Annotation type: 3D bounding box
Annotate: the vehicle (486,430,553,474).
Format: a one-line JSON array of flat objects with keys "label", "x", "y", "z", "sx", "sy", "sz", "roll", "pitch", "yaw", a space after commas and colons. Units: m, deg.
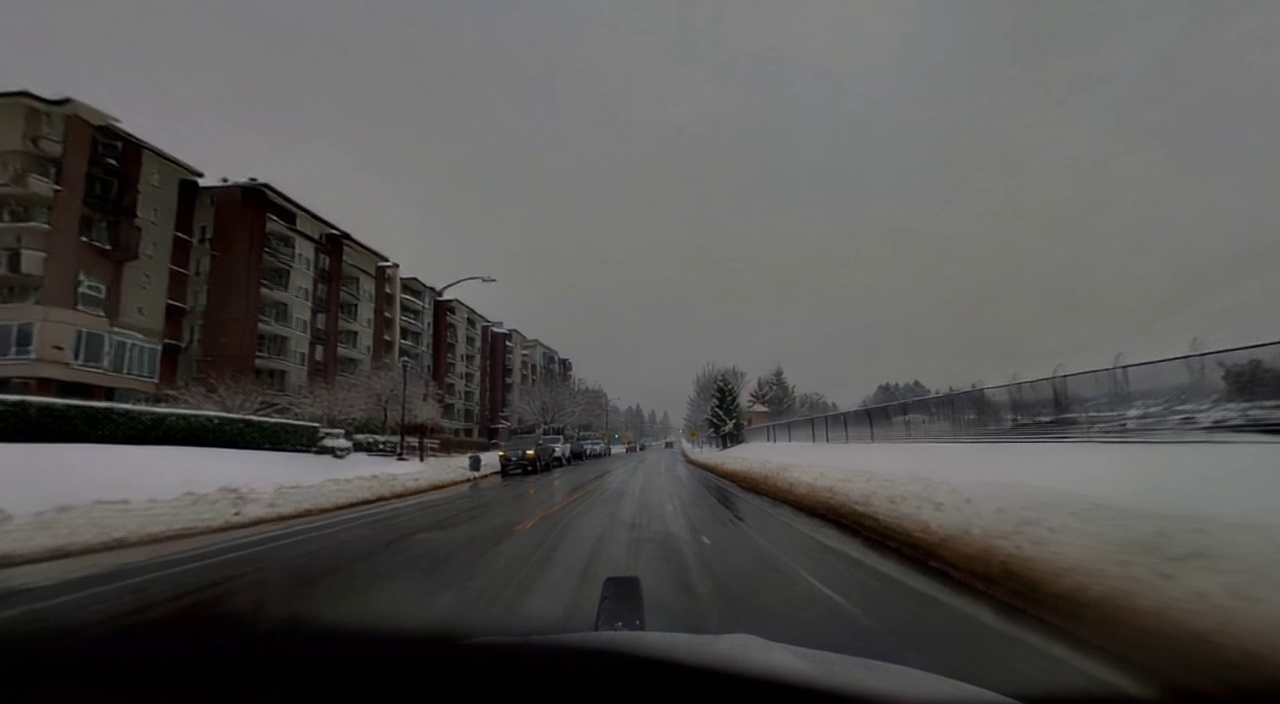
[{"label": "vehicle", "x": -5.954, "y": 5.020, "z": 31.958, "sx": 2.192, "sy": 1.965, "sz": 4.917, "roll": 2, "pitch": -8, "yaw": 3}]
